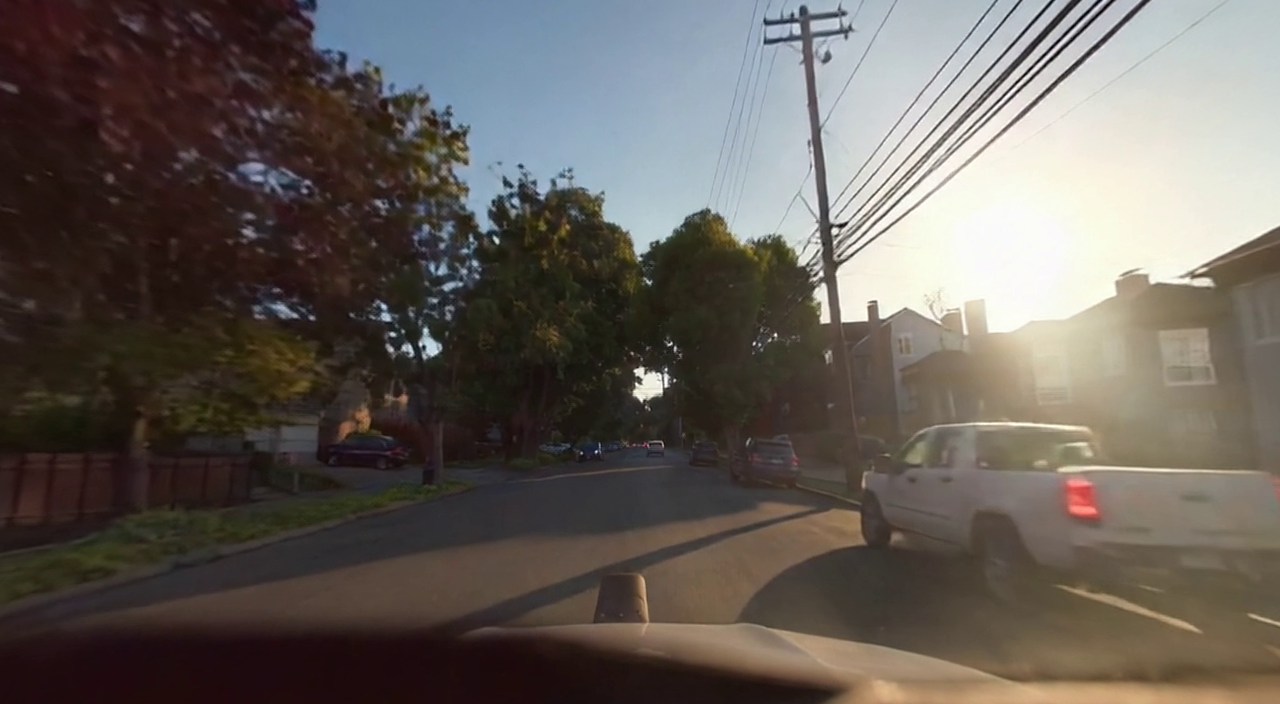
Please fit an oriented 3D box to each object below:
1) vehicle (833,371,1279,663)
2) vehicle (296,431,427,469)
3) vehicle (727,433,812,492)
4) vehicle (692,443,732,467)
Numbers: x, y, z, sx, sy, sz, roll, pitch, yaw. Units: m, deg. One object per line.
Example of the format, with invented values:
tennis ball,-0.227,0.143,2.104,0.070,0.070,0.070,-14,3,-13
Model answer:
vehicle,3.894,1.400,6.522,2.280,1.820,5.001,0,-8,1
vehicle,-12.259,4.346,28.069,4.792,1.521,2.077,1,-8,1
vehicle,4.267,3.720,21.656,2.066,1.753,4.877,-1,-8,2
vehicle,4.581,6.632,40.775,2.031,1.471,4.328,0,-8,-1
